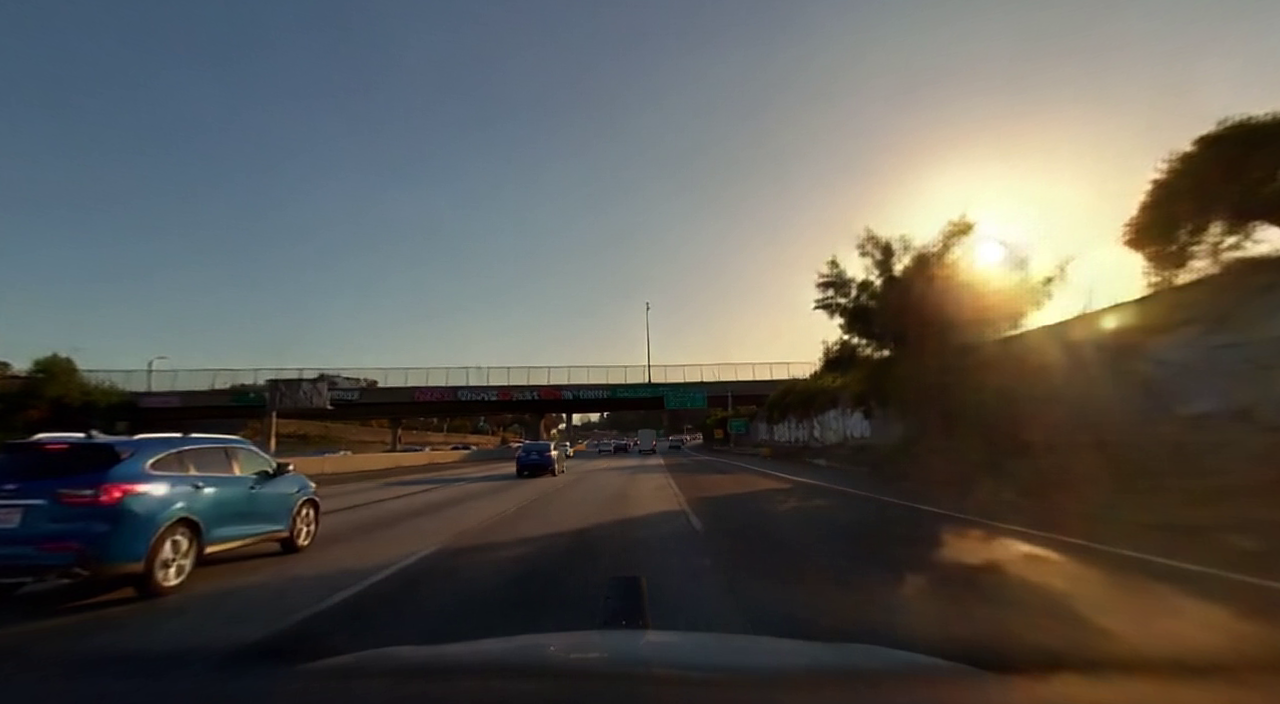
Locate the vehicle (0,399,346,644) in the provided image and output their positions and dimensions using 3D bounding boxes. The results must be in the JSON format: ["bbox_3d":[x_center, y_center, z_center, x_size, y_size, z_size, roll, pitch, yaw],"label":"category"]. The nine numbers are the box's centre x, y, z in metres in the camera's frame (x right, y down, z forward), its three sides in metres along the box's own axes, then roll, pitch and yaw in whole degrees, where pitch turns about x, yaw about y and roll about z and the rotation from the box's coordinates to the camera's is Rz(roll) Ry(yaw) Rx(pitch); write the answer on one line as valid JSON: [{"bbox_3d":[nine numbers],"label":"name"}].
[{"bbox_3d":[-4.886,1.427,6.260,1.969,1.633,3.962,0,-8,0],"label":"vehicle"}]

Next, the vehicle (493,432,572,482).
[{"bbox_3d":[-3.962,3.959,23.948,2.154,1.693,4.394,0,-8,1],"label":"vehicle"}]
